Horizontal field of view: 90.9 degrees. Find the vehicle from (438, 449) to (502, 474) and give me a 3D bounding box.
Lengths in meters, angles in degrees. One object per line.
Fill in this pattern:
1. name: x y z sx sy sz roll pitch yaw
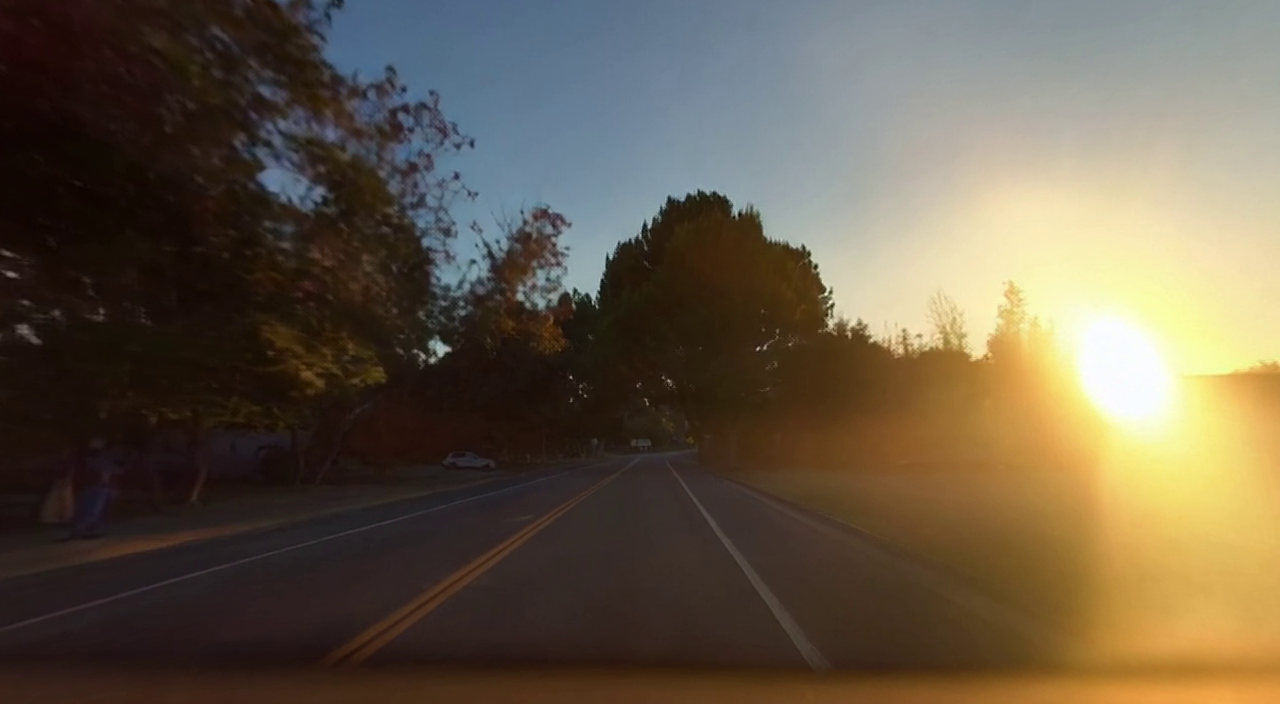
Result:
1. vehicle: -12.923 8.320 48.027 4.310 1.723 1.915 -2 -7 14
